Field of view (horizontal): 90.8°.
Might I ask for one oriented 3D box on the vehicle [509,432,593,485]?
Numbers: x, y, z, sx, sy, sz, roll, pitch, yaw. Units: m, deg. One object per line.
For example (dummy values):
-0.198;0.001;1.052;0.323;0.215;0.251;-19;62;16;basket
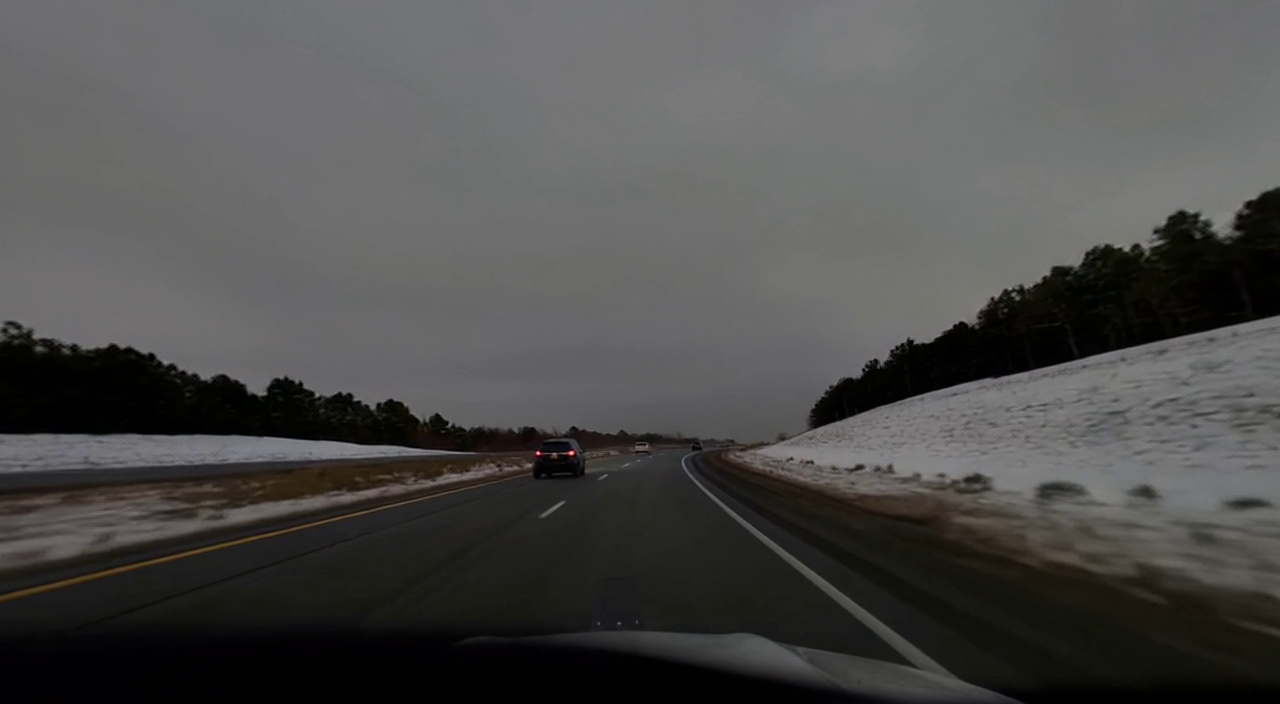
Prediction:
-3.158;3.910;23.487;2.252;1.743;4.560;0;-8;3;vehicle
